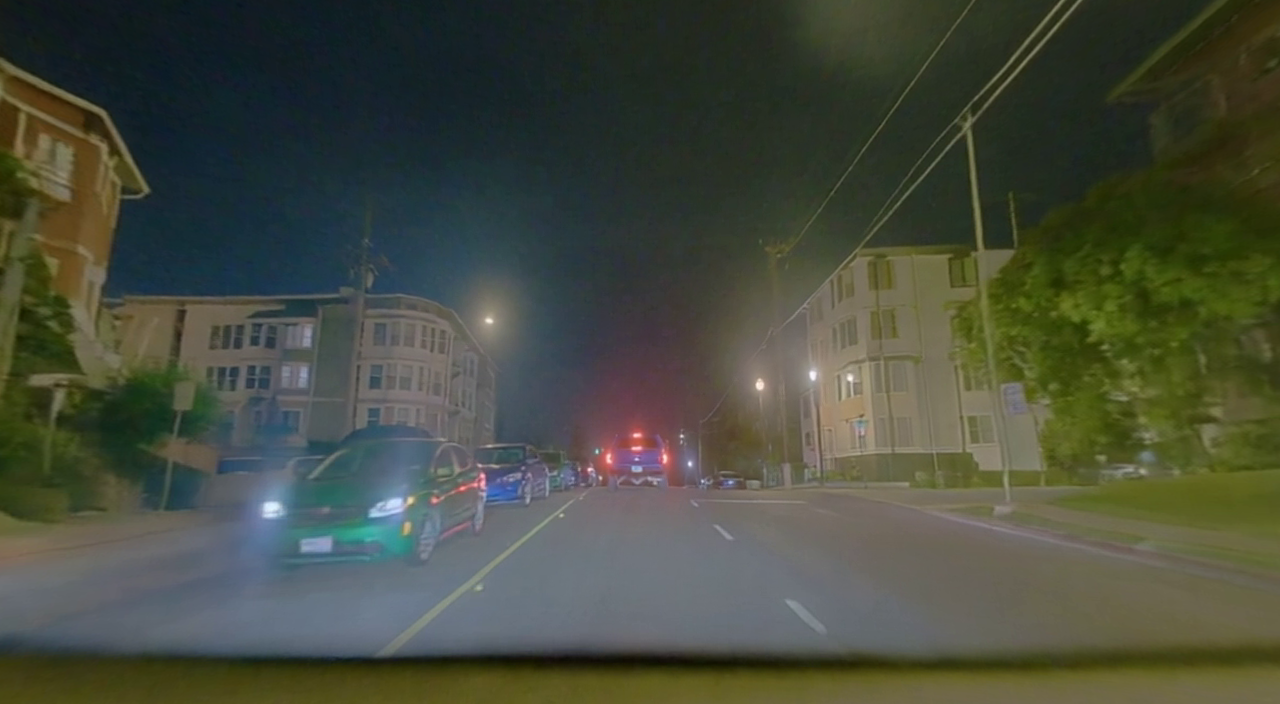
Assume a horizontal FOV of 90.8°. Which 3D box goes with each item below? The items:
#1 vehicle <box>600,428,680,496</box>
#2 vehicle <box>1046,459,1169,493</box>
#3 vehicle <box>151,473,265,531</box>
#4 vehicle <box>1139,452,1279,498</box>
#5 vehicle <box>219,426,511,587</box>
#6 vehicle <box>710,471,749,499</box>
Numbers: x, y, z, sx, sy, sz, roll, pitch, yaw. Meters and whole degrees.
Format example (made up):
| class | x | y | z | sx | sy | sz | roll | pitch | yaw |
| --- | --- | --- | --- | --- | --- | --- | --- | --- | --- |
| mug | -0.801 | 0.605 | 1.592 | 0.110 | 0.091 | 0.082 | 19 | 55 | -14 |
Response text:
| class | x | y | z | sx | sy | sz | roll | pitch | yaw |
| --- | --- | --- | --- | --- | --- | --- | --- | --- | --- |
| vehicle | 0.037 | 3.590 | 20.734 | 2.308 | 1.940 | 4.125 | -1 | -10 | 1 |
| vehicle | 21.918 | 5.791 | 29.721 | 4.262 | 1.474 | 1.929 | 0 | -9 | -2 |
| vehicle | -20.962 | 7.233 | 30.748 | 3.957 | 1.902 | 2.121 | -10 | -7 | 0 |
| vehicle | 19.658 | 4.106 | 21.156 | 4.205 | 1.381 | 1.872 | -1 | -11 | 0 |
| vehicle | -3.033 | 1.773 | 8.076 | 1.893 | 1.518 | 4.024 | 0 | -9 | 0 |
| vehicle | 6.133 | 9.180 | 43.831 | 2.023 | 1.611 | 4.614 | 0 | -9 | 0 |
